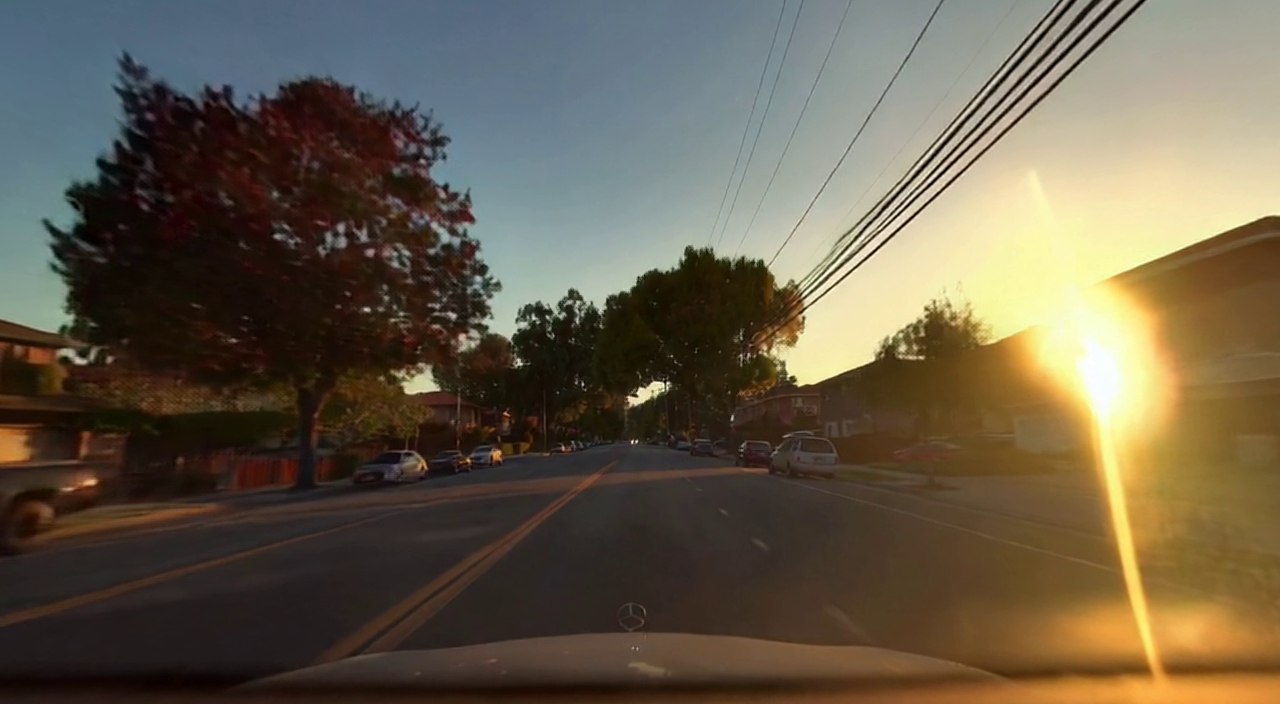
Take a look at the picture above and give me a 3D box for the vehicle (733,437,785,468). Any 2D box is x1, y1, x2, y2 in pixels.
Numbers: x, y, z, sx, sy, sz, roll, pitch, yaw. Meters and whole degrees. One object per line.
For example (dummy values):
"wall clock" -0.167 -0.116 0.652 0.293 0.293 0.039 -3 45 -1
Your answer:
"vehicle" 6.947 5.922 37.330 2.194 1.741 4.800 0 -8 1

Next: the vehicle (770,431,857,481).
"vehicle" 6.911 4.193 25.663 2.128 1.823 4.834 0 -8 0

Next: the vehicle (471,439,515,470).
"vehicle" -10.214 7.106 44.001 1.984 1.762 4.266 -3 -6 0

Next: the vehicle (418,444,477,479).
"vehicle" -10.396 5.906 34.339 1.932 1.472 4.516 -3 -6 -2

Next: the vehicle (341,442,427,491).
"vehicle" -10.295 4.572 25.697 1.974 1.696 4.336 -2 -8 -4
